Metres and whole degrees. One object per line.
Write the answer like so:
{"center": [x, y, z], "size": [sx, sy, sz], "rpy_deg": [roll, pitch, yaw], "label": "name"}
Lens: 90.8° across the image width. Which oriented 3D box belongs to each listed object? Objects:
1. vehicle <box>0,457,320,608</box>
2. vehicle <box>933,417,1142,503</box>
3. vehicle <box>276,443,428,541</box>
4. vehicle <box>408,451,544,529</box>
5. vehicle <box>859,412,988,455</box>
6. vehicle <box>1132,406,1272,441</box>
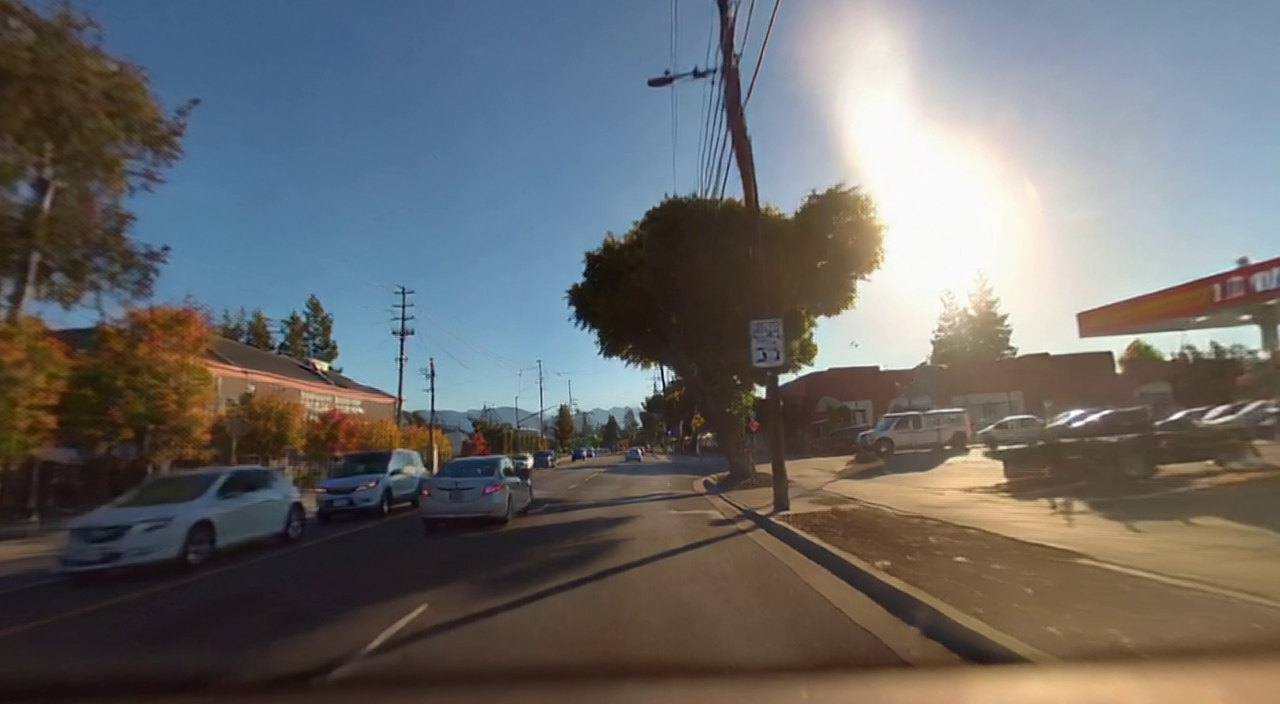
{"center": [-6.699, 2.361, 9.216], "size": [1.863, 1.506, 4.597], "rpy_deg": [-3, -9, -3], "label": "vehicle"}
{"center": [7.912, 2.098, 12.533], "size": [4.000, 1.440, 1.746], "rpy_deg": [5, -10, -30], "label": "vehicle"}
{"center": [-6.876, 3.282, 15.616], "size": [1.855, 1.721, 4.329], "rpy_deg": [-10, -7, -5], "label": "vehicle"}
{"center": [-3.485, 2.996, 14.360], "size": [1.943, 1.455, 4.414], "rpy_deg": [0, -9, -1], "label": "vehicle"}
{"center": [13.903, 4.065, 31.311], "size": [5.266, 2.021, 2.329], "rpy_deg": [-1, -9, 4], "label": "vehicle"}
{"center": [27.008, 3.529, 30.511], "size": [1.855, 1.501, 4.657], "rpy_deg": [6, -11, -37], "label": "vehicle"}
